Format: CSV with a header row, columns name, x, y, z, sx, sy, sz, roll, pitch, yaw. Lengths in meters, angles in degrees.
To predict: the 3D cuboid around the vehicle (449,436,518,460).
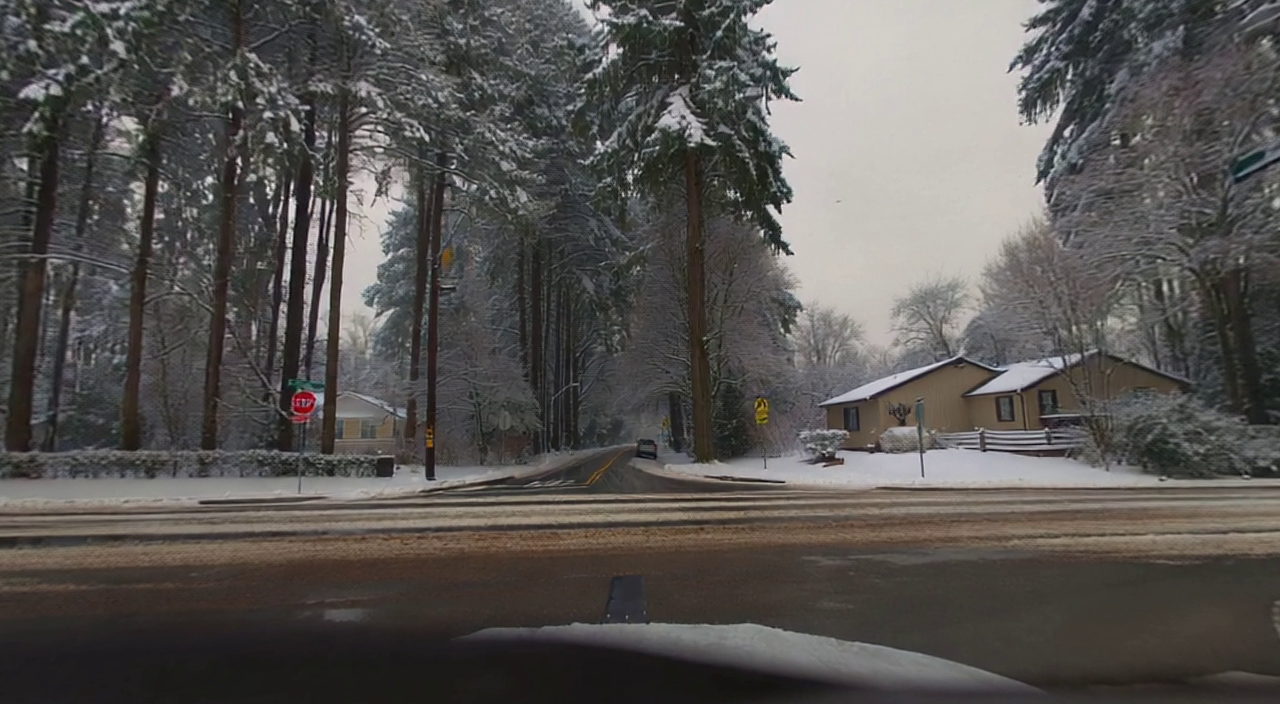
name,x,y,z,sx,sy,sz,roll,pitch,yaw
vehicle,-11.683,7.197,47.244,4.622,1.782,1.836,0,-8,1
